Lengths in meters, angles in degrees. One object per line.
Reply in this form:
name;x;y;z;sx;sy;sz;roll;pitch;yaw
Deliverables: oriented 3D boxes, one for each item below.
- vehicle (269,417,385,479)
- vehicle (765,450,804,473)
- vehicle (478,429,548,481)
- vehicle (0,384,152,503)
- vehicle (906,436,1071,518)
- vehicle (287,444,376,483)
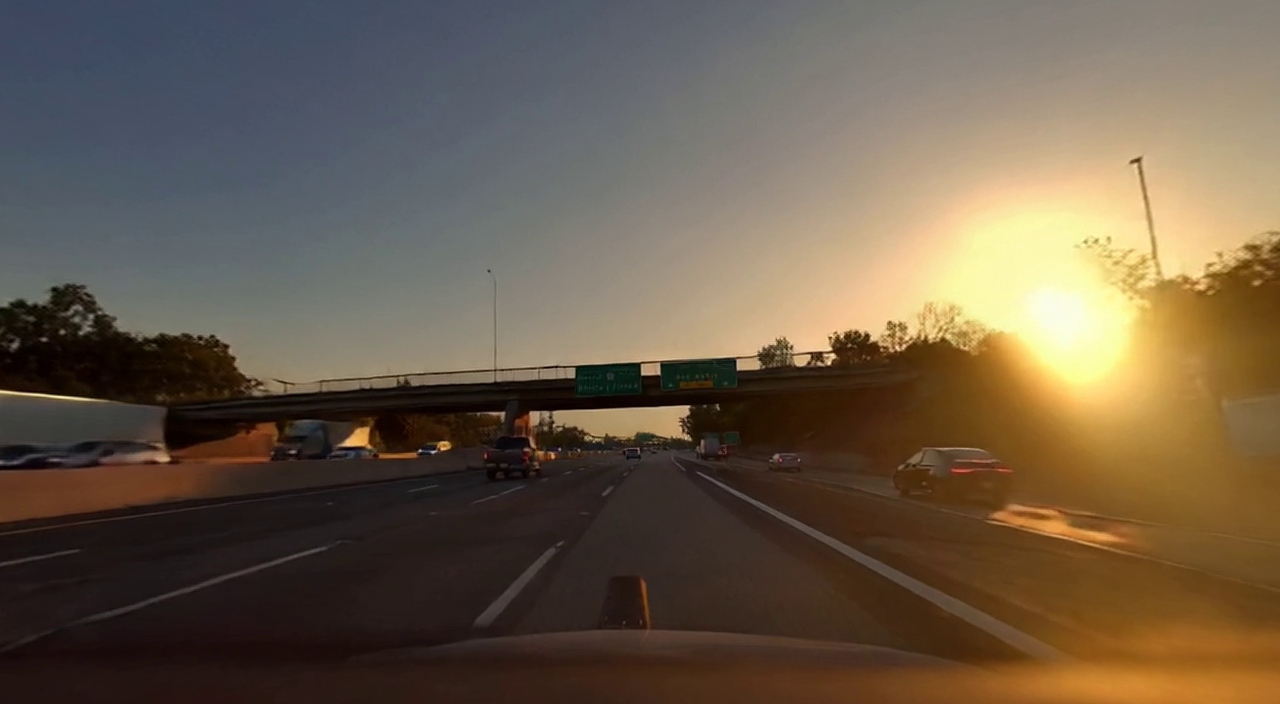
vehicle;-19.442;6.026;39.882;3.085;3.485;7.854;0;-8;1
vehicle;10.940;8.332;48.141;2.036;1.596;4.479;0;-8;1
vehicle;-6.248;5.157;31.881;2.264;2.379;5.248;-1;-8;2
vehicle;-23.728;3.409;23.483;2.945;4.107;9.775;0;-8;2
vehicle;9.269;3.314;17.344;2.146;1.929;4.388;-1;-8;3
vehicle;-15.882;5.730;32.819;2.074;1.862;4.805;0;-8;2
